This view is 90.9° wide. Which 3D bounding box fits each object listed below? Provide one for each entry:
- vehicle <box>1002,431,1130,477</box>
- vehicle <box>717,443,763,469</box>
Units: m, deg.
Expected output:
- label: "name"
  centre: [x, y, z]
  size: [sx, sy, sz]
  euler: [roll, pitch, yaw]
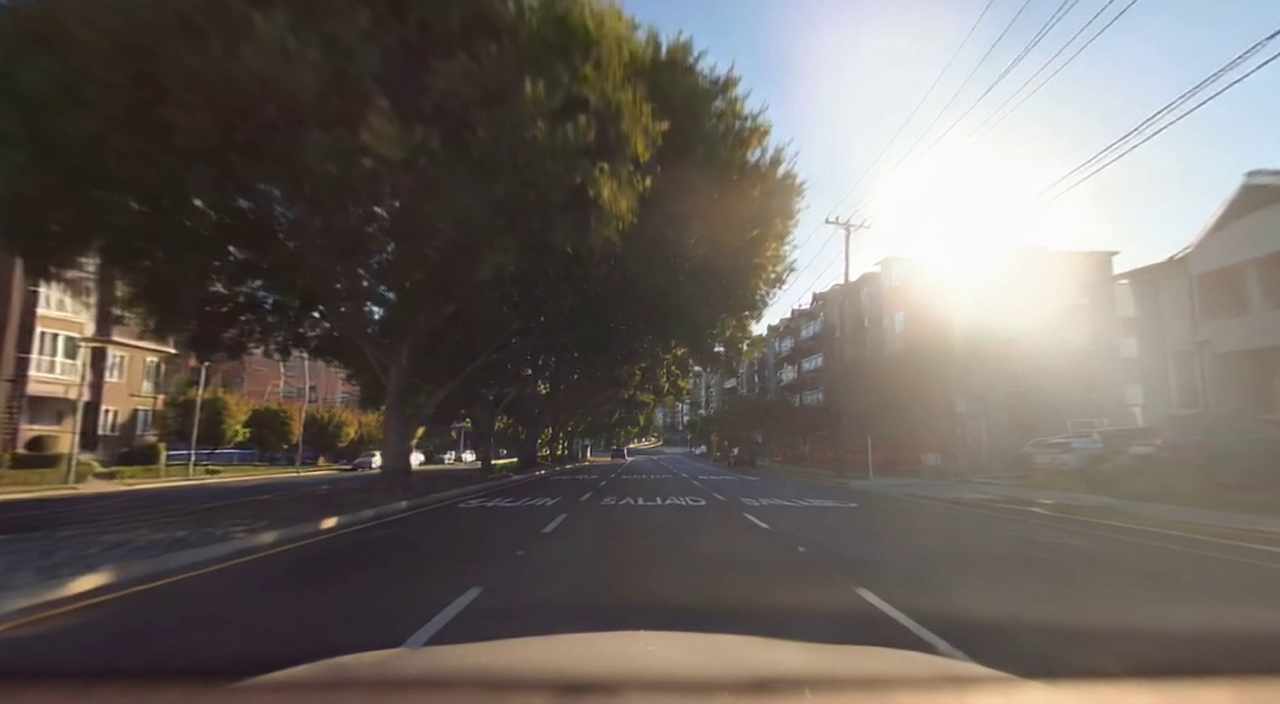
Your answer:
- label: "vehicle"
  centre: [17.682, 4.257, 26.511]
  size: [1.960, 1.725, 4.616]
  euler: [0, -8, -3]
- label: "vehicle"
  centre: [7.699, 8.050, 49.141]
  size: [2.747, 1.938, 4.708]
  euler: [0, -8, -1]
